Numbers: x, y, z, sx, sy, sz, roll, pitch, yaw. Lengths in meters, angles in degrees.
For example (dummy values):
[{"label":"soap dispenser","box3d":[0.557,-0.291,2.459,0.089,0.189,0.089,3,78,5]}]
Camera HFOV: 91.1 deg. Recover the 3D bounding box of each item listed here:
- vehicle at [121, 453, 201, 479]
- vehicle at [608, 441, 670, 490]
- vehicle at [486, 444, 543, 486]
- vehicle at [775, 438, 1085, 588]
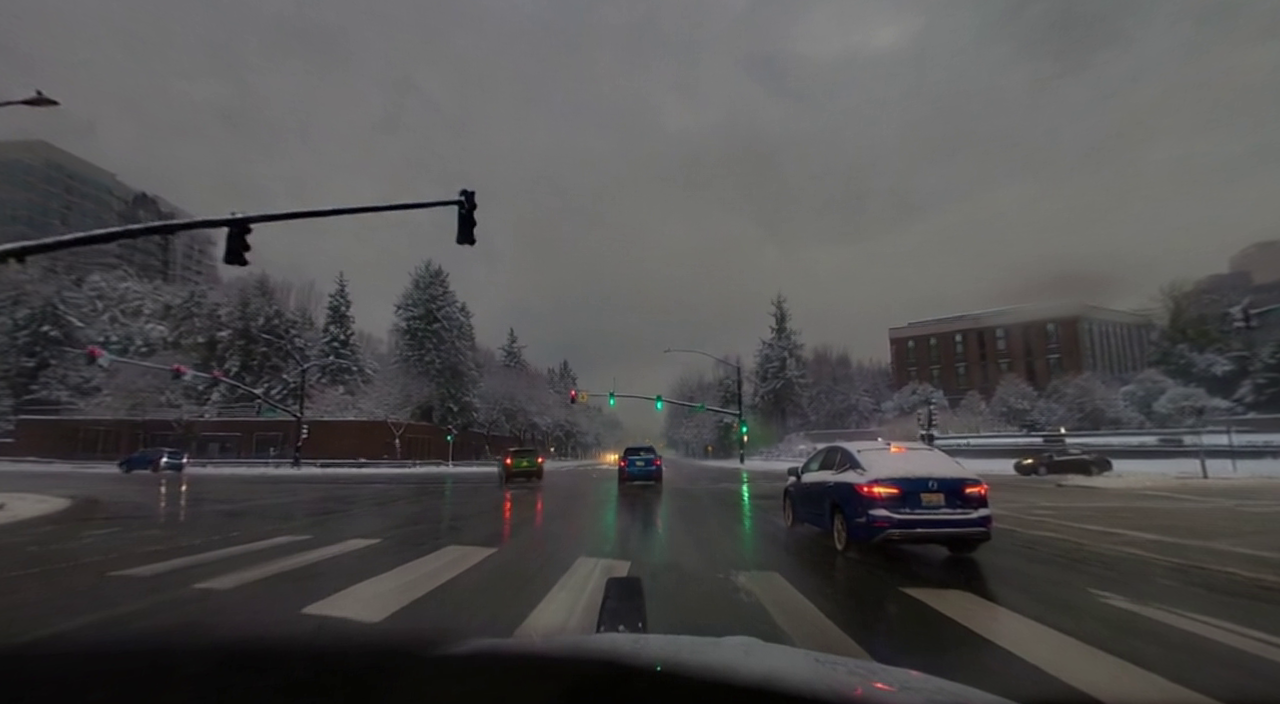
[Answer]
[{"label":"vehicle","box3d":[-31.458,7.446,41.220,4.422,1.605,1.955,-3,-9,20]},{"label":"vehicle","box3d":[-0.033,4.190,23.552,2.108,1.654,4.235,0,-8,0]},{"label":"vehicle","box3d":[-5.477,4.803,26.994,1.987,1.633,4.005,2,-9,-17]},{"label":"vehicle","box3d":[3.377,1.941,8.562,2.056,1.468,4.520,0,-8,0]}]
